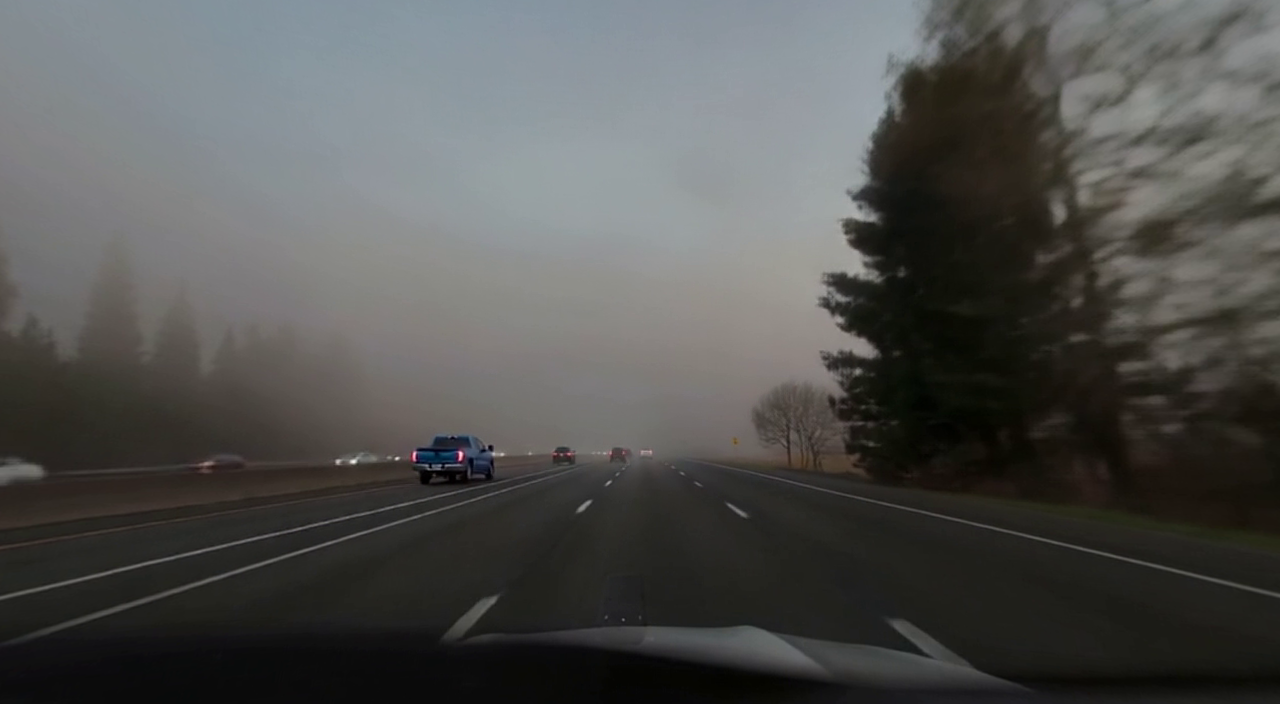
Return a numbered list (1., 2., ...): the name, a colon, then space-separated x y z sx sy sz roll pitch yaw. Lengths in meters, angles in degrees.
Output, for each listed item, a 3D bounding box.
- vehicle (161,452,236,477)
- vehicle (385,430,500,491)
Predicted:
1. vehicle: -33.084 8.439 47.487 1.997 1.730 4.951 0 -8 1
2. vehicle: -6.917 3.874 22.999 2.156 1.911 5.956 0 -8 1
